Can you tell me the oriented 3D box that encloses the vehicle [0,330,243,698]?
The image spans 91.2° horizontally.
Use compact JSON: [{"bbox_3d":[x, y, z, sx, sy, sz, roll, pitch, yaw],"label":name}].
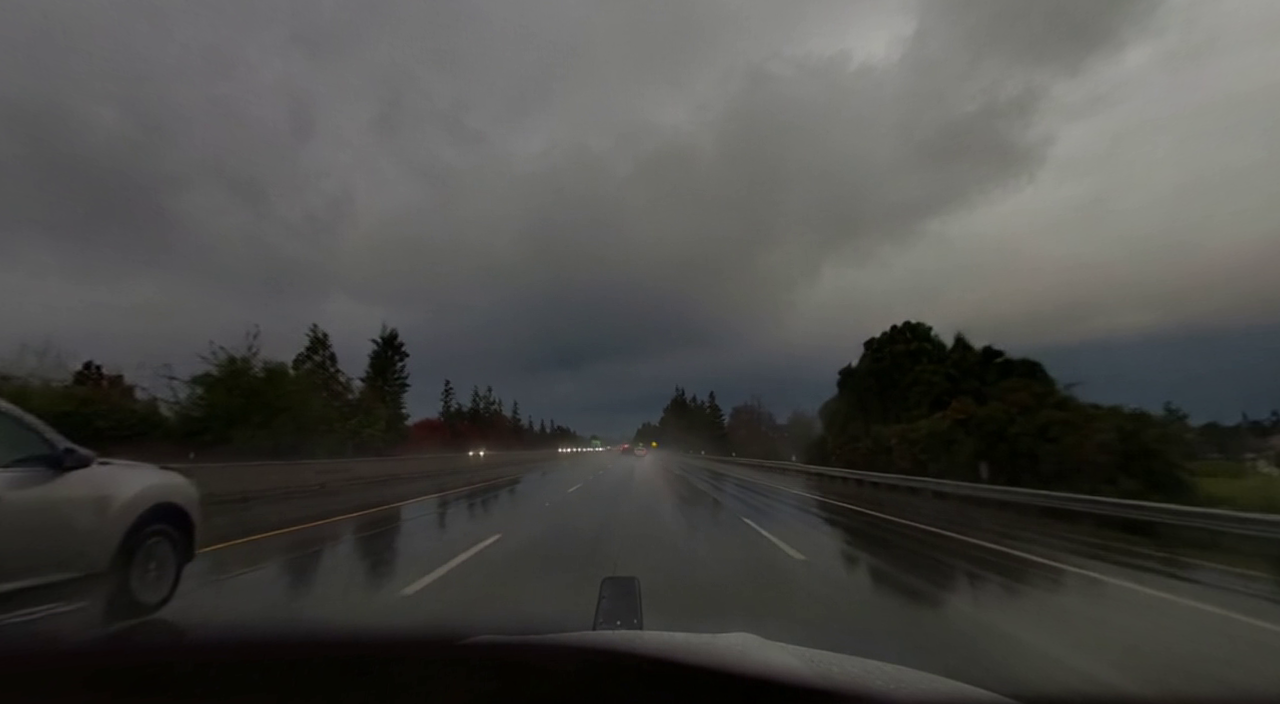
[{"bbox_3d":[-4.317,0.739,2.674,2.292,1.802,4.481,0,-9,0],"label":"vehicle"}]
